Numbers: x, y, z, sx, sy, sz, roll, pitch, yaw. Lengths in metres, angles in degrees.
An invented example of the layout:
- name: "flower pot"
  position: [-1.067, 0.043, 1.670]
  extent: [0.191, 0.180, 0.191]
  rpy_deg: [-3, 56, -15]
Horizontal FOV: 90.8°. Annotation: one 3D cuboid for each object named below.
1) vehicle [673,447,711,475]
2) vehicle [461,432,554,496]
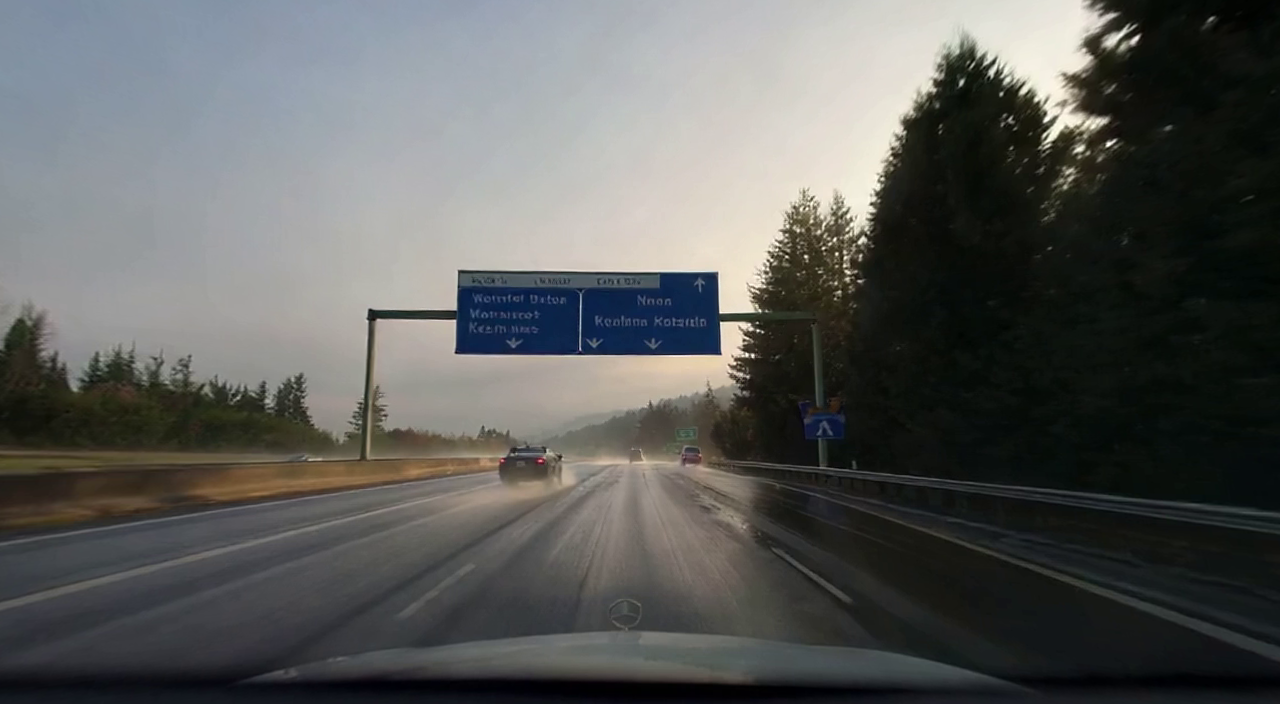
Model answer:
- name: "vehicle"
  position: [3.386, 7.173, 41.888]
  extent: [2.133, 1.746, 4.511]
  rpy_deg: [0, -9, 0]
- name: "vehicle"
  position: [-4.564, 3.955, 22.596]
  extent: [2.278, 2.054, 4.498]
  rpy_deg: [0, -9, 1]
